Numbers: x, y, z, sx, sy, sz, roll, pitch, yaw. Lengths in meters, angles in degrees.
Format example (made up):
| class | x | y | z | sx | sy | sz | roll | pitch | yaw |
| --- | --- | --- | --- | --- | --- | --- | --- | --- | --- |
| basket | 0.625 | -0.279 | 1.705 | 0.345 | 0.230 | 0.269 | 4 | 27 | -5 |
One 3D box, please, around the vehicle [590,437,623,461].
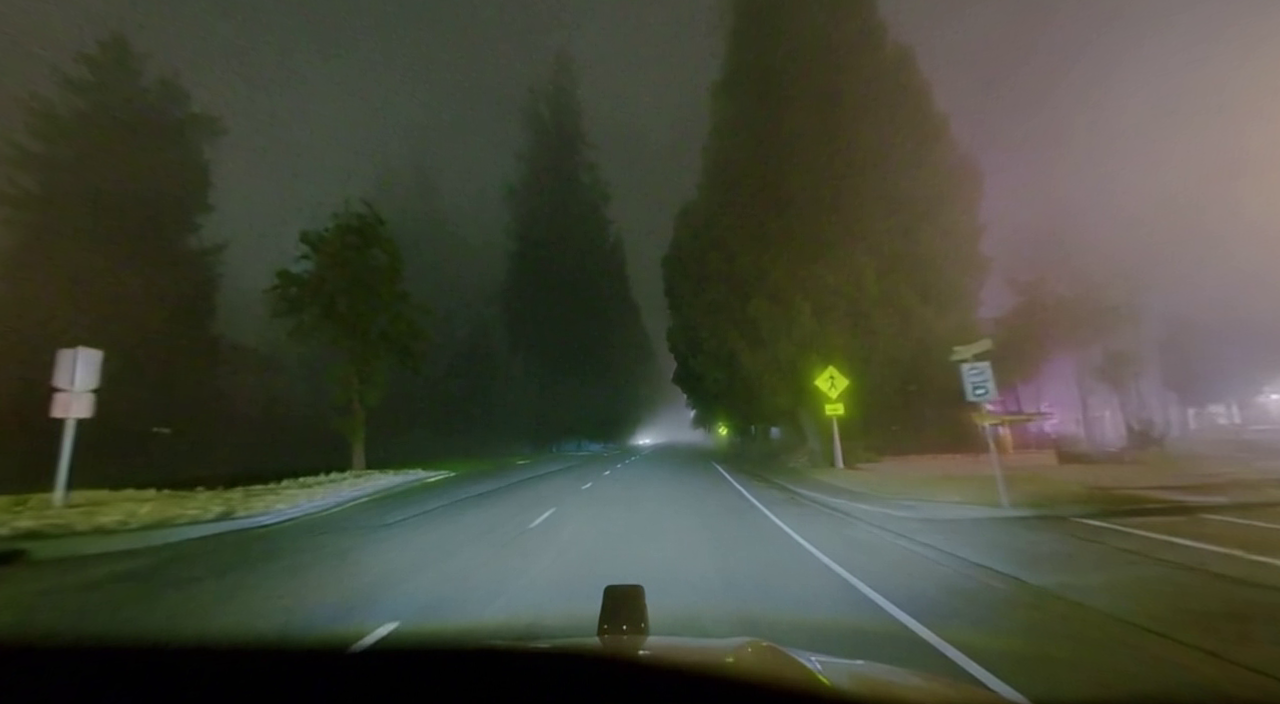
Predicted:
| class | x | y | z | sx | sy | sz | roll | pitch | yaw |
| --- | --- | --- | --- | --- | --- | --- | --- | --- | --- |
| vehicle | -2.454 | 7.346 | 47.804 | 2.173 | 1.694 | 4.335 | 0 | -8 | 1 |
